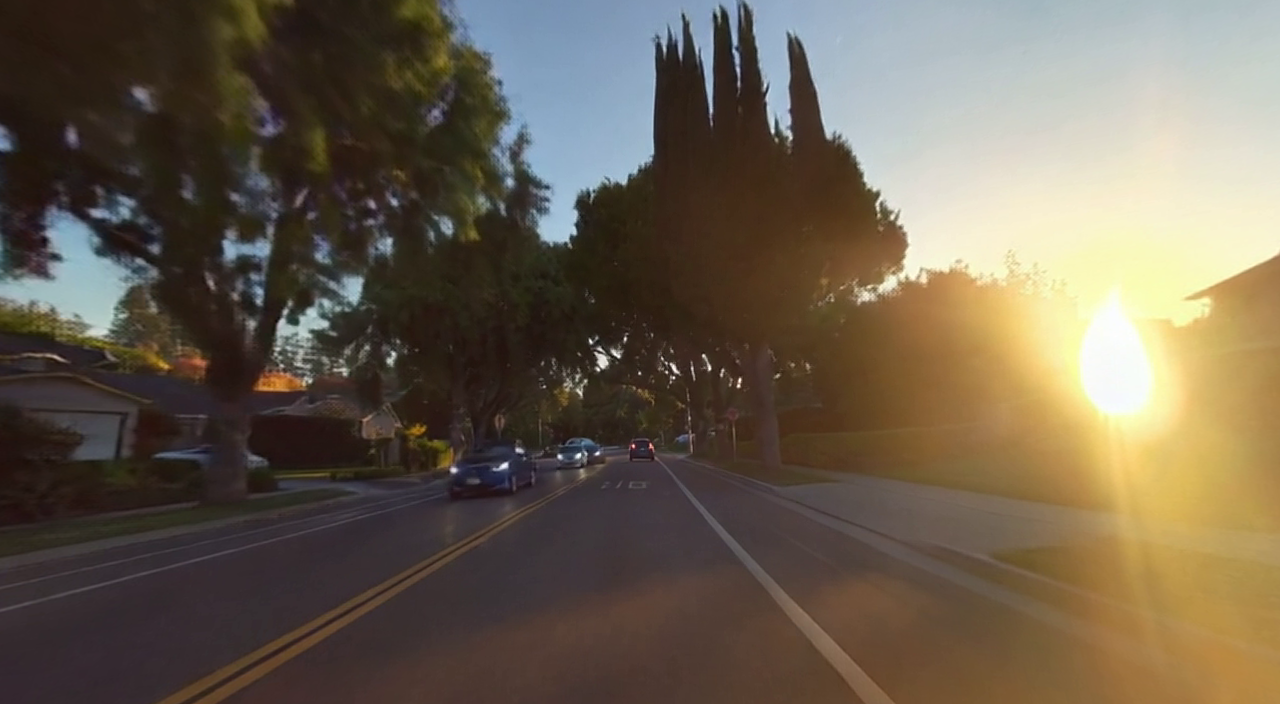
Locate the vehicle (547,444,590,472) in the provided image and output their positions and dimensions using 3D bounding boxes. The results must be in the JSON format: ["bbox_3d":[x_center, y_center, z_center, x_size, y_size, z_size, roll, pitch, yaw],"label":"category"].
[{"bbox_3d":[-4.055,6.062,36.195,1.905,1.510,4.172,0,-8,1],"label":"vehicle"}]

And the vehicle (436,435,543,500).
[{"bbox_3d":[-4.351,3.411,19.007,2.069,1.707,4.385,0,-8,1],"label":"vehicle"}]
